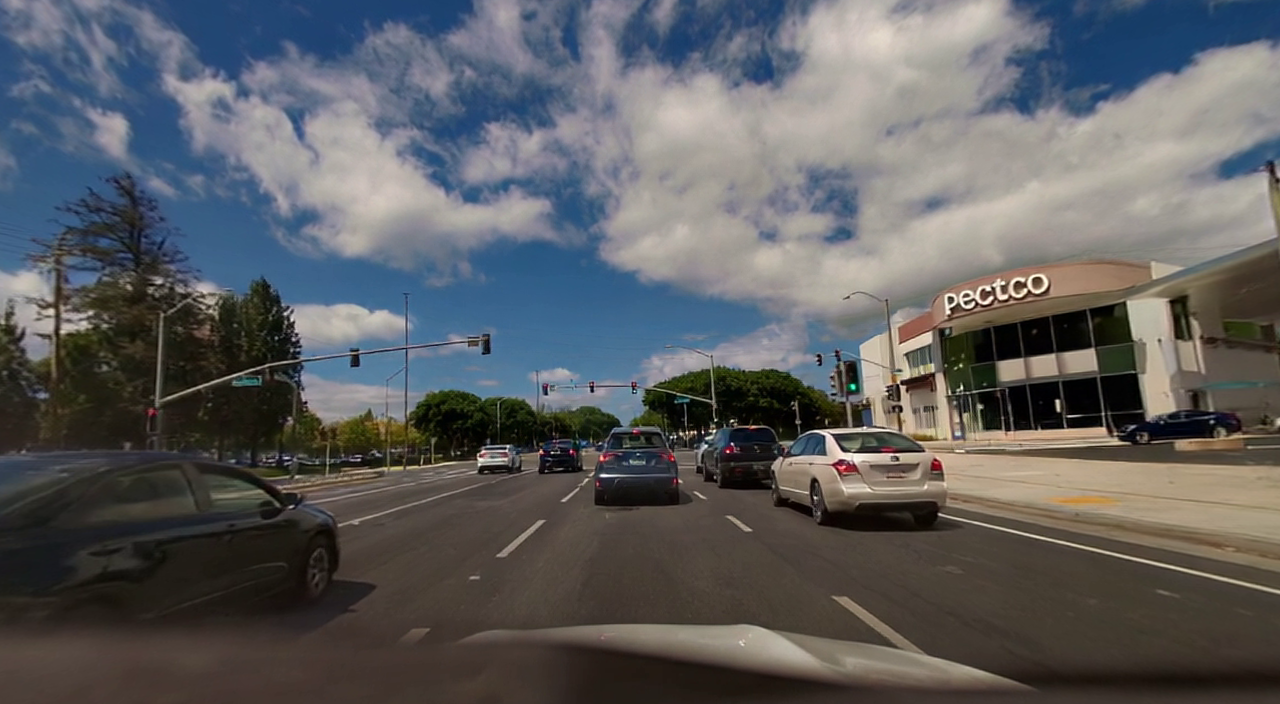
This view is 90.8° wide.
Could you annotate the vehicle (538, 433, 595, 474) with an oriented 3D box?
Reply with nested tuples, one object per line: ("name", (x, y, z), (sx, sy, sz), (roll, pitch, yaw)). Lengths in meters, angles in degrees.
("vehicle", (-3.382, 4.777, 29.965), (2.106, 1.778, 4.444), (0, -9, 1))

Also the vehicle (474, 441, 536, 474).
("vehicle", (-6.451, 5.100, 30.686), (1.954, 1.473, 4.350), (0, -9, 1))

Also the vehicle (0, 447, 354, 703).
("vehicle", (-3.536, 1.204, 3.500), (1.980, 1.321, 4.113), (0, -9, 0))

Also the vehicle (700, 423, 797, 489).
("vehicle", (3.271, 3.265, 20.063), (2.144, 1.802, 4.609), (0, -9, -1))

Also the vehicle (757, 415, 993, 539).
("vehicle", (3.622, 2.031, 10.902), (2.198, 1.660, 4.512), (0, -9, -2))

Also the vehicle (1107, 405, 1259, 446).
("vehicle", (24.049, 3.305, 28.114), (4.854, 1.712, 2.017), (0, -9, -1))

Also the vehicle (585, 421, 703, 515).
("vehicle", (-0.014, 2.421, 13.577), (2.146, 1.685, 4.003), (0, -9, -2))
